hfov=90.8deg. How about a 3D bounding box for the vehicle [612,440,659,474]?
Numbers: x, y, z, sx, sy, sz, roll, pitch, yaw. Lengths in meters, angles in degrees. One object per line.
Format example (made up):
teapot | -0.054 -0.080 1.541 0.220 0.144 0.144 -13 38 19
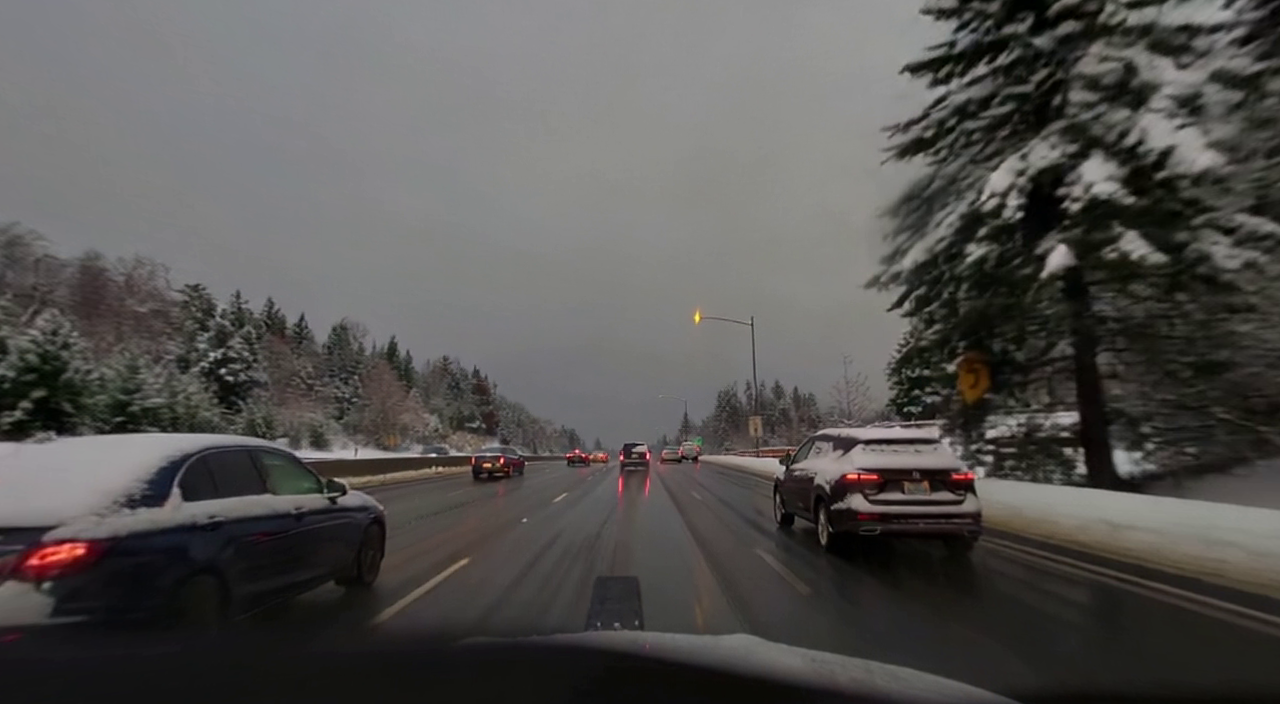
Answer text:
vehicle | -0.259 5.657 34.300 2.408 1.748 4.217 0 -8 -1

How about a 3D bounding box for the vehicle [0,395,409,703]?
vehicle | -3.392 1.156 3.866 2.130 1.514 4.766 0 -8 0

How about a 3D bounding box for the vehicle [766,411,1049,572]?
vehicle | 3.351 1.846 9.154 2.029 1.716 4.545 0 -8 -1

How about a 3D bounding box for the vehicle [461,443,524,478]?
vehicle | -7.003 5.177 30.398 1.980 1.519 4.147 0 -8 1

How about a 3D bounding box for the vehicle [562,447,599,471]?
vehicle | -3.805 6.951 41.378 1.968 1.473 4.209 0 -8 1

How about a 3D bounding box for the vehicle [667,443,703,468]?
vehicle | 3.263 7.619 46.703 2.320 1.735 4.408 0 -8 0
